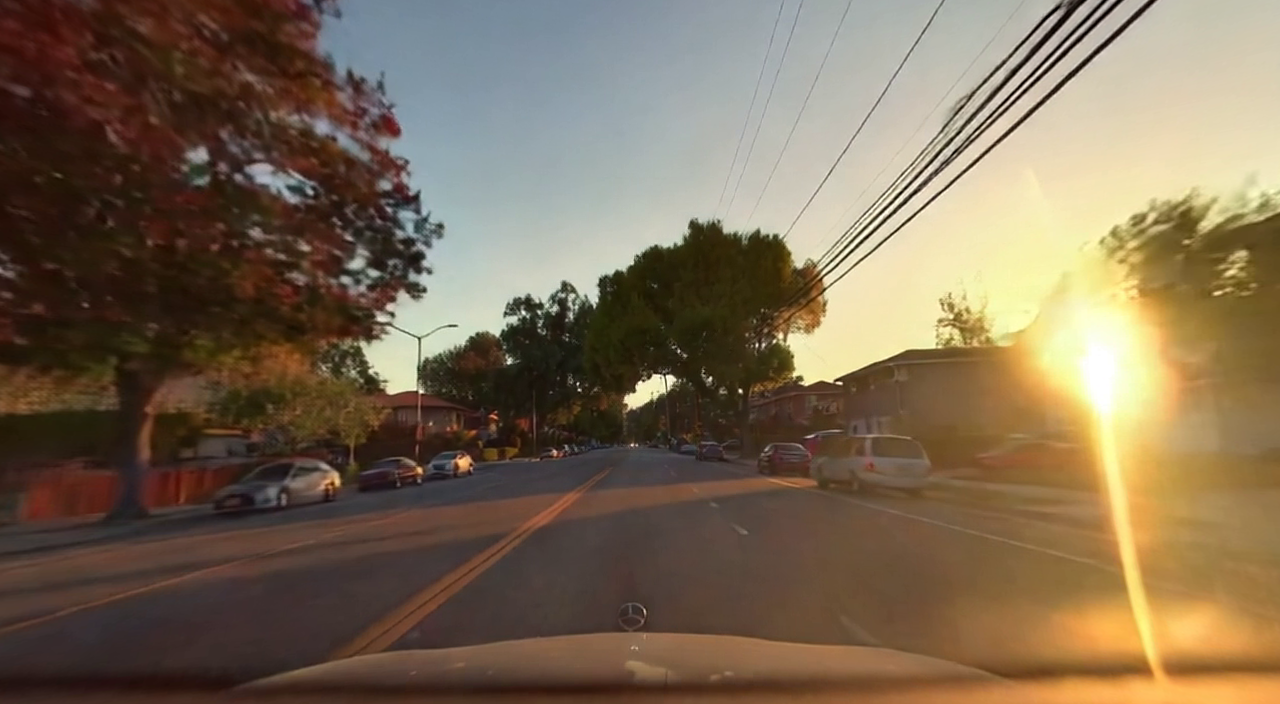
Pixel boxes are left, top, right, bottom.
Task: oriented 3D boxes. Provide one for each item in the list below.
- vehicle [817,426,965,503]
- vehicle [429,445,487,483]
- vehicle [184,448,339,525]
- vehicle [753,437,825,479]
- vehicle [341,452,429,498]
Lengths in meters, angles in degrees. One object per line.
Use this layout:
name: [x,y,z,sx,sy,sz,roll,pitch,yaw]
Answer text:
vehicle: [6.788,3.101,17.775,2.128,1.823,4.834,-1,-9,0]
vehicle: [-10.342,6.324,36.060,1.984,1.762,4.266,-4,-7,0]
vehicle: [-10.398,3.661,17.776,1.974,1.696,4.336,-3,-8,-4]
vehicle: [6.826,4.905,29.411,2.194,1.741,4.800,-1,-9,0]
vehicle: [-10.546,5.059,26.398,1.932,1.472,4.516,-3,-7,-2]
